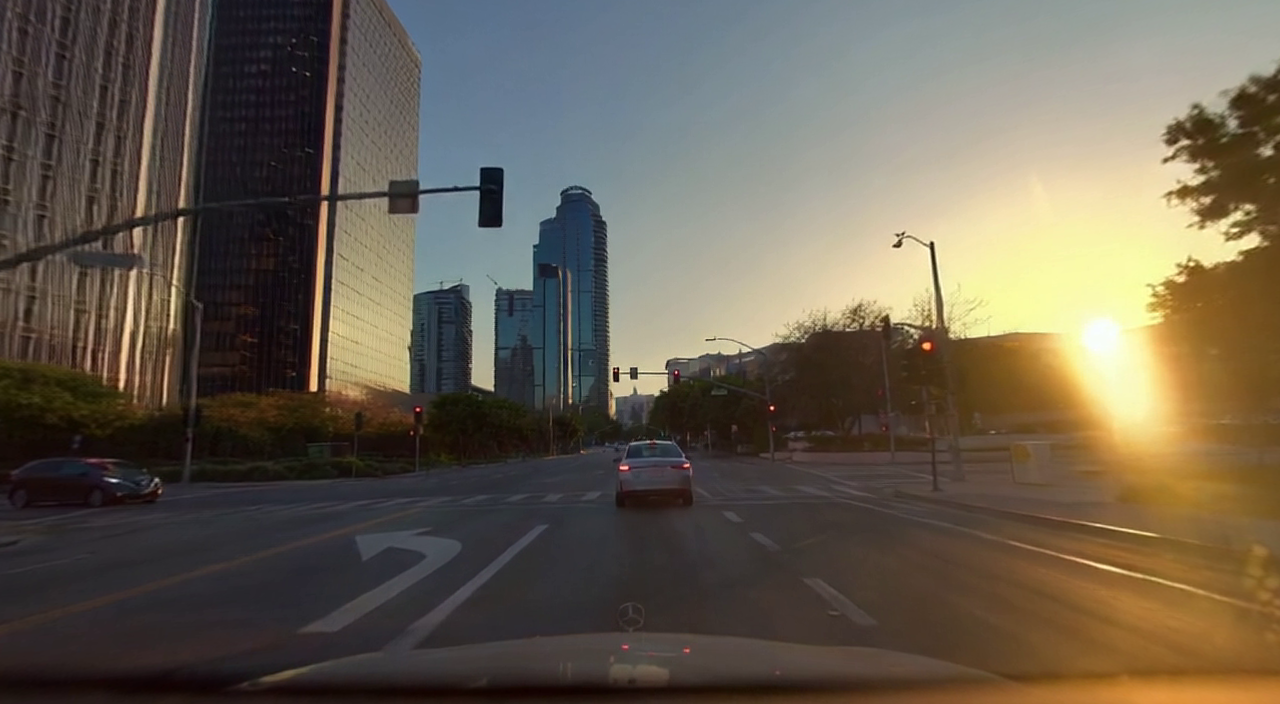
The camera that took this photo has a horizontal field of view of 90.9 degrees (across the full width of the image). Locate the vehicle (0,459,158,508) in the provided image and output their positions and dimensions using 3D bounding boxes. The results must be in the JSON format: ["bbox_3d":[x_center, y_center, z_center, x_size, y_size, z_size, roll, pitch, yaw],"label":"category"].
[{"bbox_3d":[-18.997,4.338,21.026,4.494,1.475,1.893,-1,-8,7],"label":"vehicle"}]

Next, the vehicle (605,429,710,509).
[{"bbox_3d":[0.364,2.730,15.148,2.184,1.640,4.086,0,-8,0],"label":"vehicle"}]
